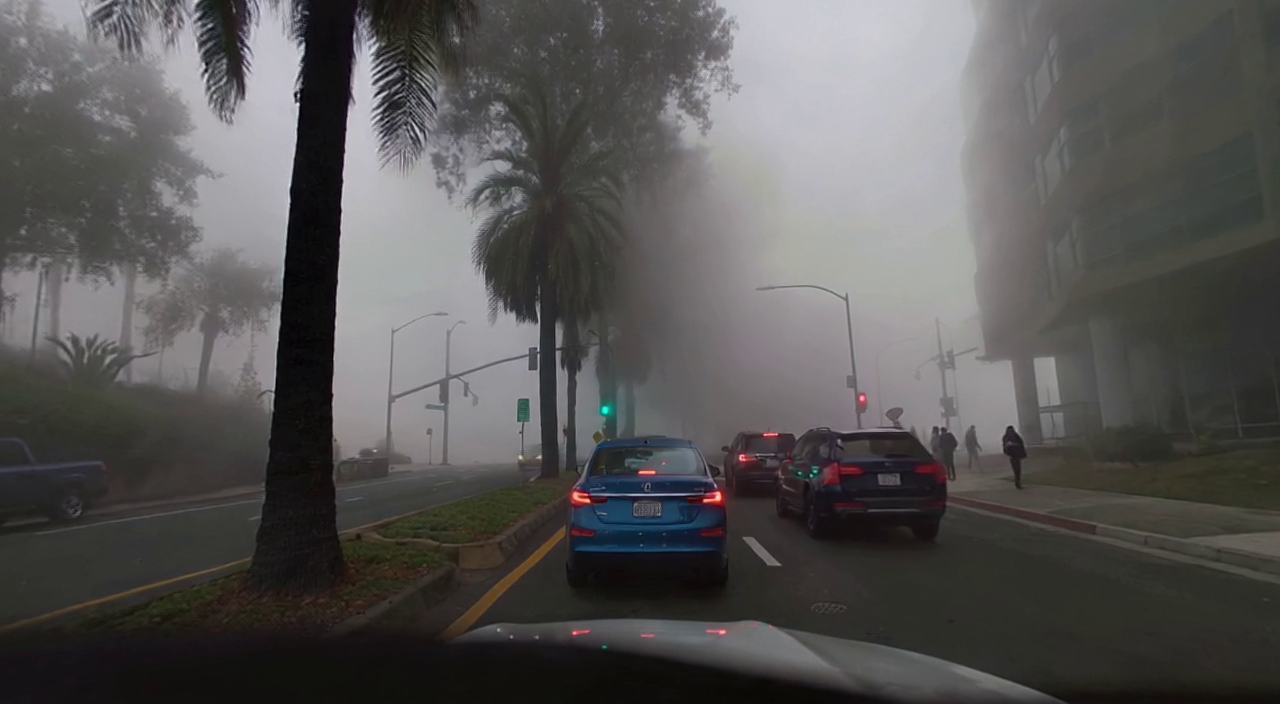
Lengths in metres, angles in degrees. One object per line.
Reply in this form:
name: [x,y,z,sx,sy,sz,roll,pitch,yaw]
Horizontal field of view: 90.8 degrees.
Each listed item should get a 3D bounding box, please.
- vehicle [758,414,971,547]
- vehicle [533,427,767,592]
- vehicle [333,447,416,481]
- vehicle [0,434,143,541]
vehicle: [3.374,2.020,10.564,2.003,1.733,4.319,0,-8,1]
vehicle: [0.133,1.714,7.715,2.088,1.452,3.993,0,-8,1]
vehicle: [-13.176,5.566,31.723,1.965,1.507,4.725,-1,-8,2]
vehicle: [-13.057,2.718,12.293,2.240,1.964,5.707,-6,-8,0]
